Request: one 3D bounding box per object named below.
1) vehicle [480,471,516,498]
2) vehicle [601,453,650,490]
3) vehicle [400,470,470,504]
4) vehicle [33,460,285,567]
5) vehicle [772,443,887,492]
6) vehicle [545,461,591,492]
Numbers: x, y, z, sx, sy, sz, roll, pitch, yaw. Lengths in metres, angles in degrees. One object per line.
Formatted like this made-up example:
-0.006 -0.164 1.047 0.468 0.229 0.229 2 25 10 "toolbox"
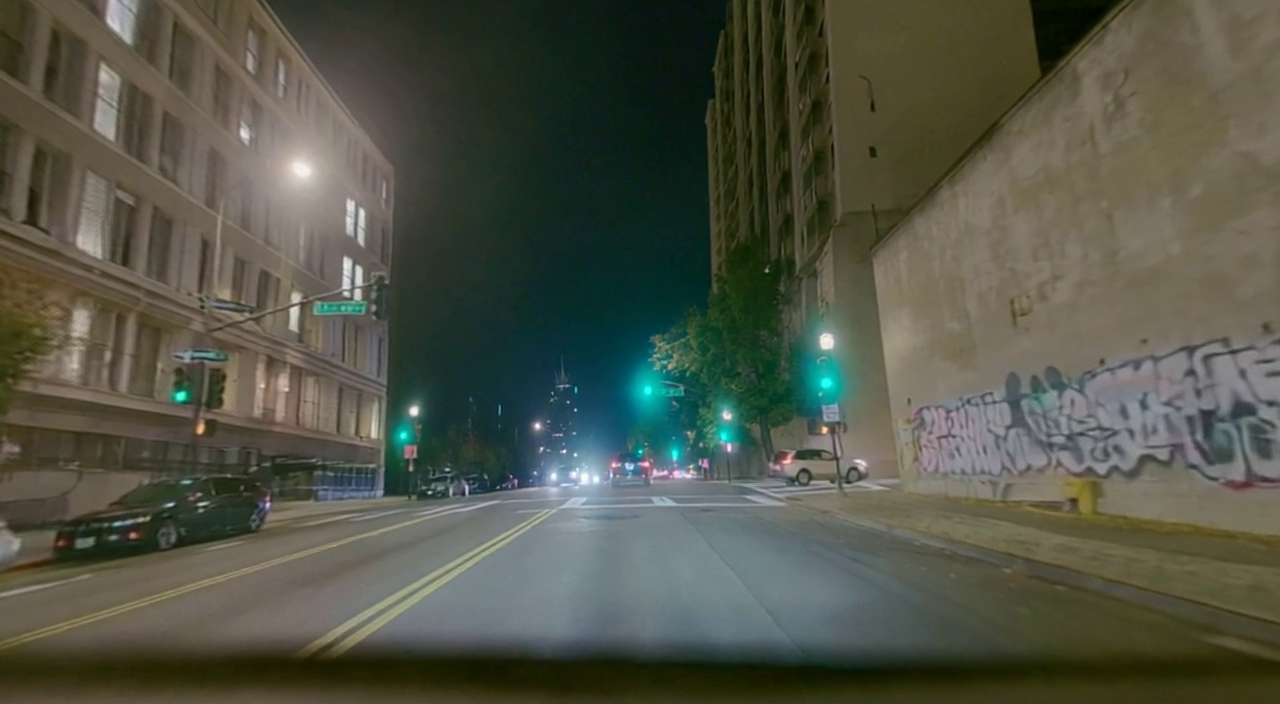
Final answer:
-11.132 10.397 49.731 1.859 1.780 3.947 0 -8 1 "vehicle"
-0.649 5.671 30.269 2.166 1.579 4.300 0 -8 0 "vehicle"
-10.547 6.964 32.869 2.070 1.476 4.508 0 -8 1 "vehicle"
-10.812 3.575 14.845 2.199 1.717 4.888 -6 -8 -1 "vehicle"
7.726 4.622 25.693 4.292 1.761 2.207 5 -10 -34 "vehicle"
-4.041 7.049 35.970 2.095 1.447 4.202 -2 -8 0 "vehicle"
